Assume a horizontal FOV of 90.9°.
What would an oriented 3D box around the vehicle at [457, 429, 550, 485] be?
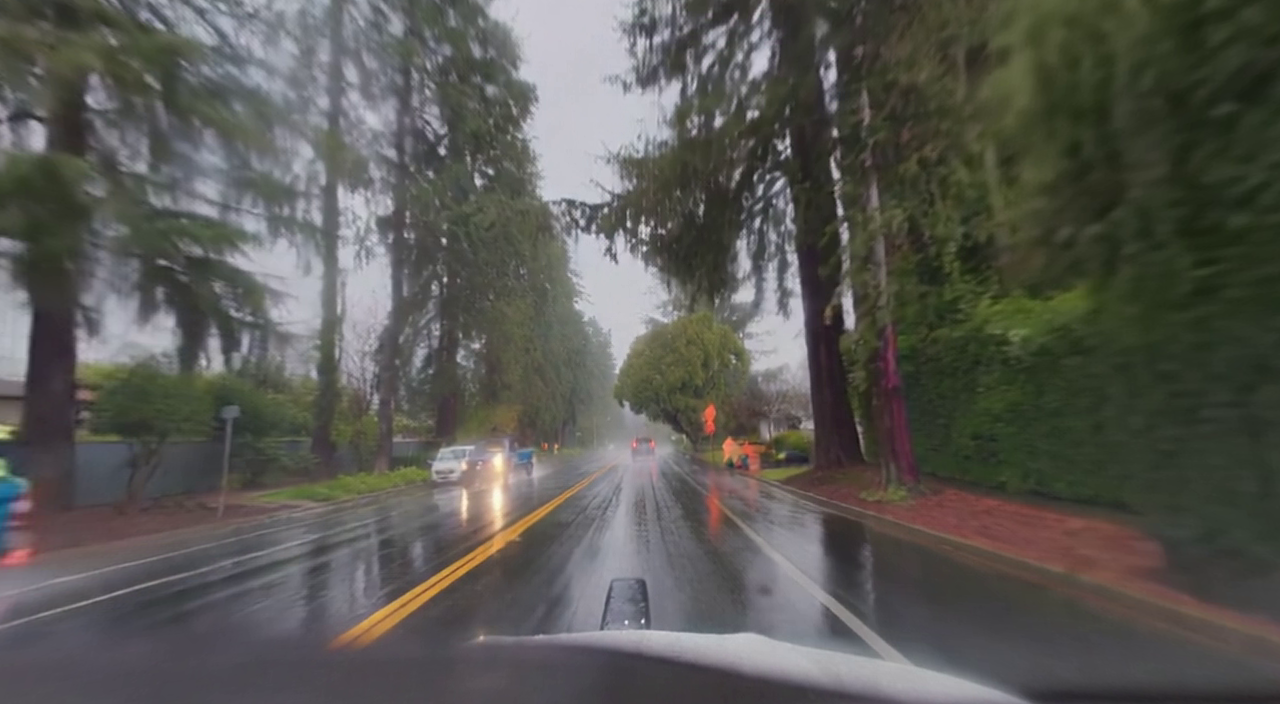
[{"bbox_3d":[-6.190,4.855,29.429,2.517,2.323,5.205,-1,-8,8],"label":"vehicle"}]
